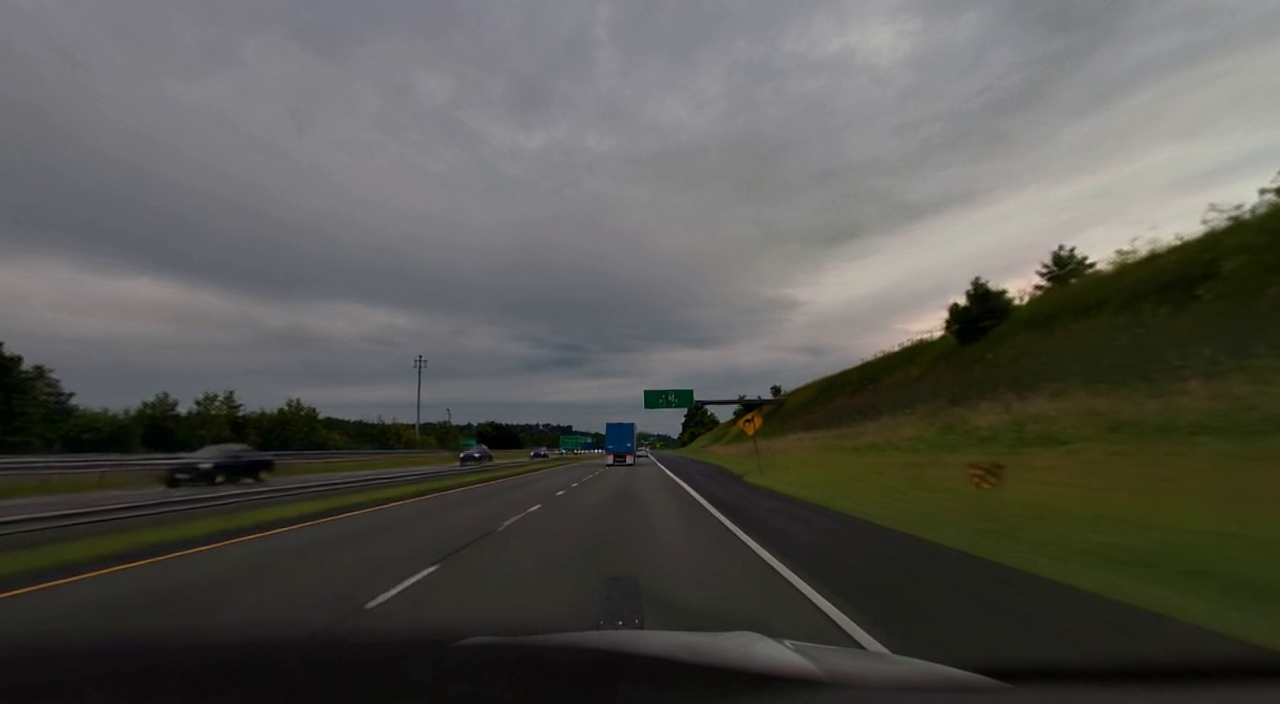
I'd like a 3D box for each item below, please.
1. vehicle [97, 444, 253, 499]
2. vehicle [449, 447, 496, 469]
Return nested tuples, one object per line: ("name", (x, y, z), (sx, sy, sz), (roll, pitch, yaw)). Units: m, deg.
("vehicle", (-15.606, 4.010, 21.554), (1.997, 1.664, 4.385), (0, -9, 0))
("vehicle", (-12.049, 7.667, 45.776), (2.108, 1.493, 4.427), (0, -9, 1))
